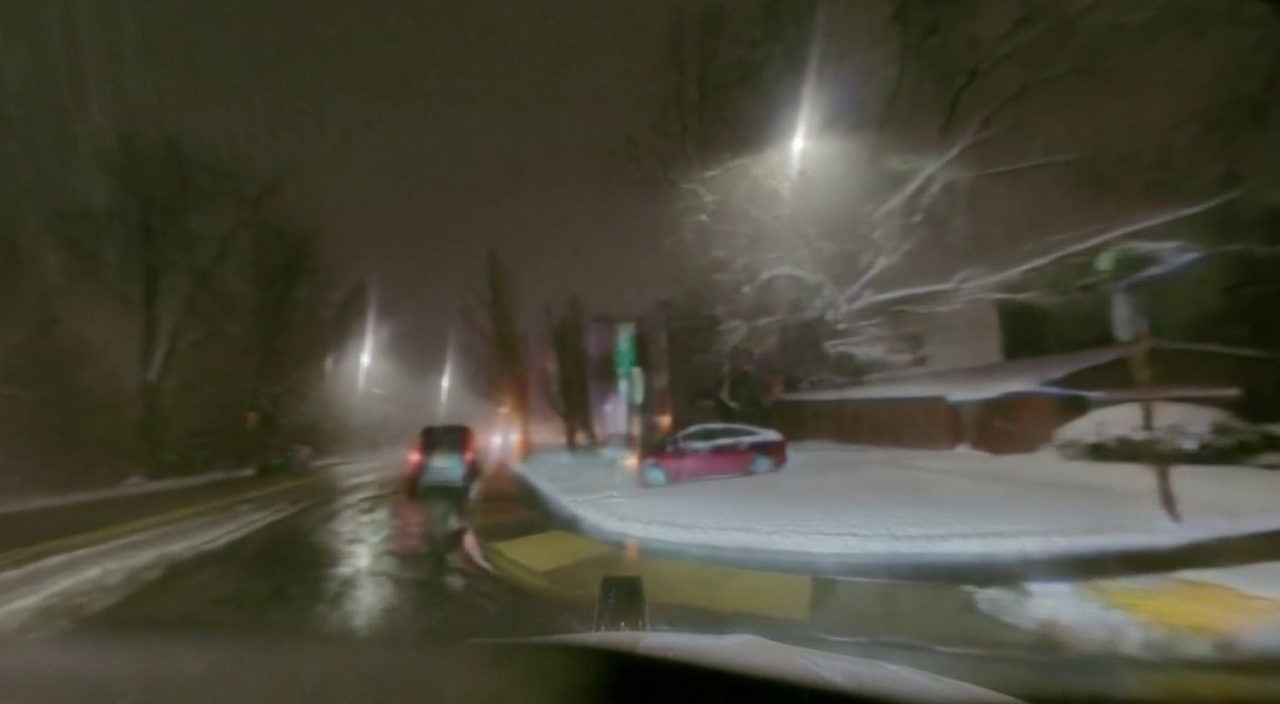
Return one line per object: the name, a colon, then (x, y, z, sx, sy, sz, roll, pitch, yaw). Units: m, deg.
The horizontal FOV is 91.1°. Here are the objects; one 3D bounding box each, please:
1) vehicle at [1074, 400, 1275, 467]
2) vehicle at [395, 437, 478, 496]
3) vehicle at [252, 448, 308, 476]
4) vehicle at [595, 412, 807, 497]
vehicle: (13.697, 2.062, 16.166, 3.896, 1.447, 1.919, -1, -6, -14)
vehicle: (-6.488, 3.604, 20.338, 2.242, 1.661, 4.273, 2, -8, -16)
vehicle: (-22.115, 6.727, 38.751, 2.033, 1.456, 4.370, -2, -7, -17)
vehicle: (1.380, 2.405, 15.116, 4.595, 1.620, 1.984, -1, -8, -13)
